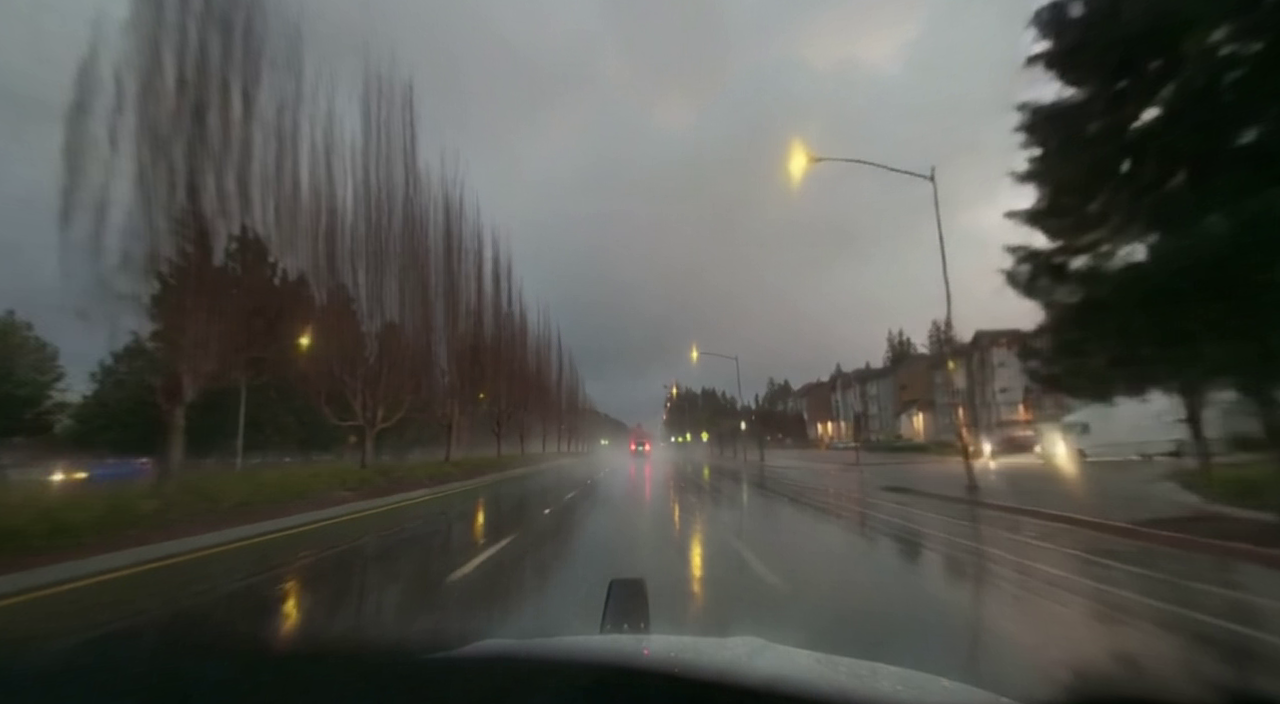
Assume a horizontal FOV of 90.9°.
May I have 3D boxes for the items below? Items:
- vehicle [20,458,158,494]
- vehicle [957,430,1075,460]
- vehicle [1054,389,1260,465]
[{"bbox_3d":[-25.684,5.742,29.492,2.004,1.450,4.543,-8,-11,41],"label":"vehicle"},{"bbox_3d":[20.295,5.090,34.210,4.900,1.530,2.211,0,-10,1],"label":"vehicle"},{"bbox_3d":[21.561,3.164,26.563,6.374,3.018,2.476,0,-8,-1],"label":"vehicle"}]
